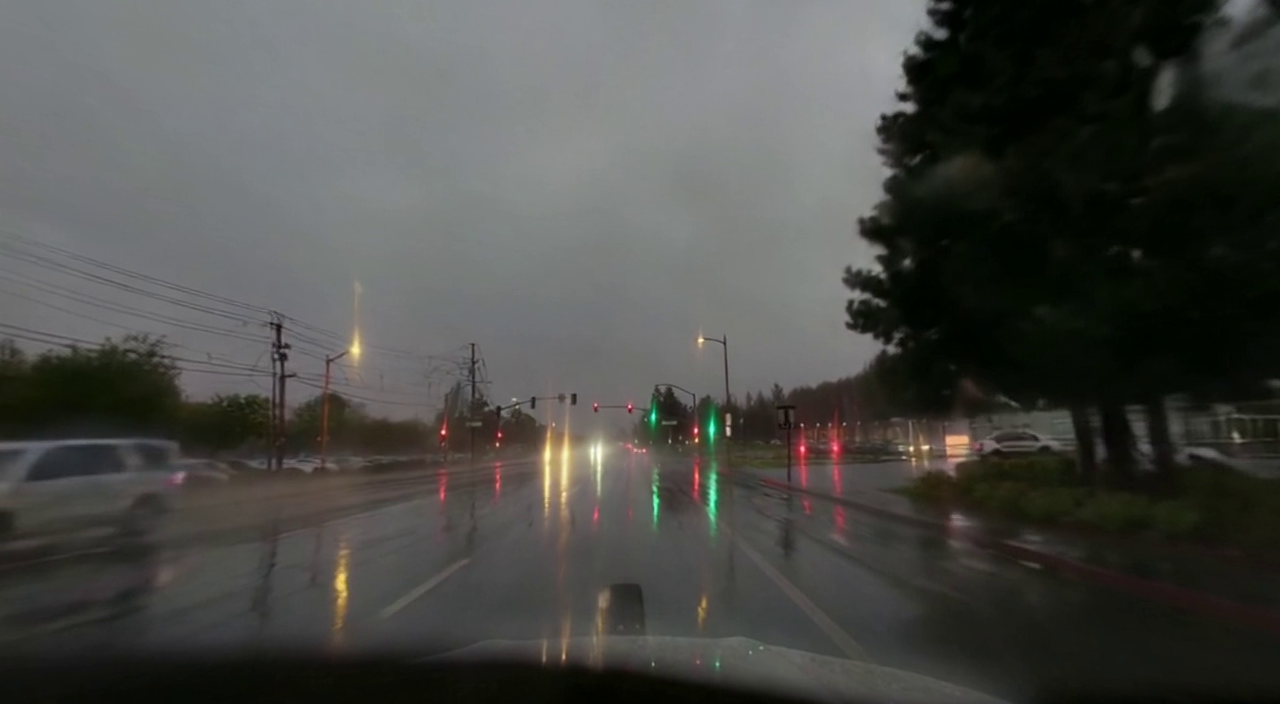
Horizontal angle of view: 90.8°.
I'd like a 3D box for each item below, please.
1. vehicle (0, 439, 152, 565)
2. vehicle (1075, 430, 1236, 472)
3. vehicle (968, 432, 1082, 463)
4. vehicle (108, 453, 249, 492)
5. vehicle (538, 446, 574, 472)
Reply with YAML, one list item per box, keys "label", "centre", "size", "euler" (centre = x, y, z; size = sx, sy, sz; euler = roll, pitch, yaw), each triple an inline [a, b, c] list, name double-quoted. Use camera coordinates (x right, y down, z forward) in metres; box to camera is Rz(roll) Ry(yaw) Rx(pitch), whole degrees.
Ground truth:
- label: "vehicle"
  centre: [-9.912, 2.167, 9.240]
  size: [1.971, 1.744, 4.399]
  euler: [-1, -9, 1]
- label: "vehicle"
  centre: [19.701, 3.796, 24.289]
  size: [4.505, 1.481, 1.870]
  euler: [0, -9, 0]
- label: "vehicle"
  centre: [19.122, 4.767, 31.530]
  size: [4.481, 1.482, 1.814]
  euler: [0, -9, -2]
- label: "vehicle"
  centre: [-25.172, 6.546, 34.636]
  size: [5.763, 1.982, 2.425]
  euler: [-1, -9, 1]
- label: "vehicle"
  centre: [-4.900, 6.288, 37.290]
  size: [1.928, 1.451, 4.219]
  euler: [0, -9, -5]
